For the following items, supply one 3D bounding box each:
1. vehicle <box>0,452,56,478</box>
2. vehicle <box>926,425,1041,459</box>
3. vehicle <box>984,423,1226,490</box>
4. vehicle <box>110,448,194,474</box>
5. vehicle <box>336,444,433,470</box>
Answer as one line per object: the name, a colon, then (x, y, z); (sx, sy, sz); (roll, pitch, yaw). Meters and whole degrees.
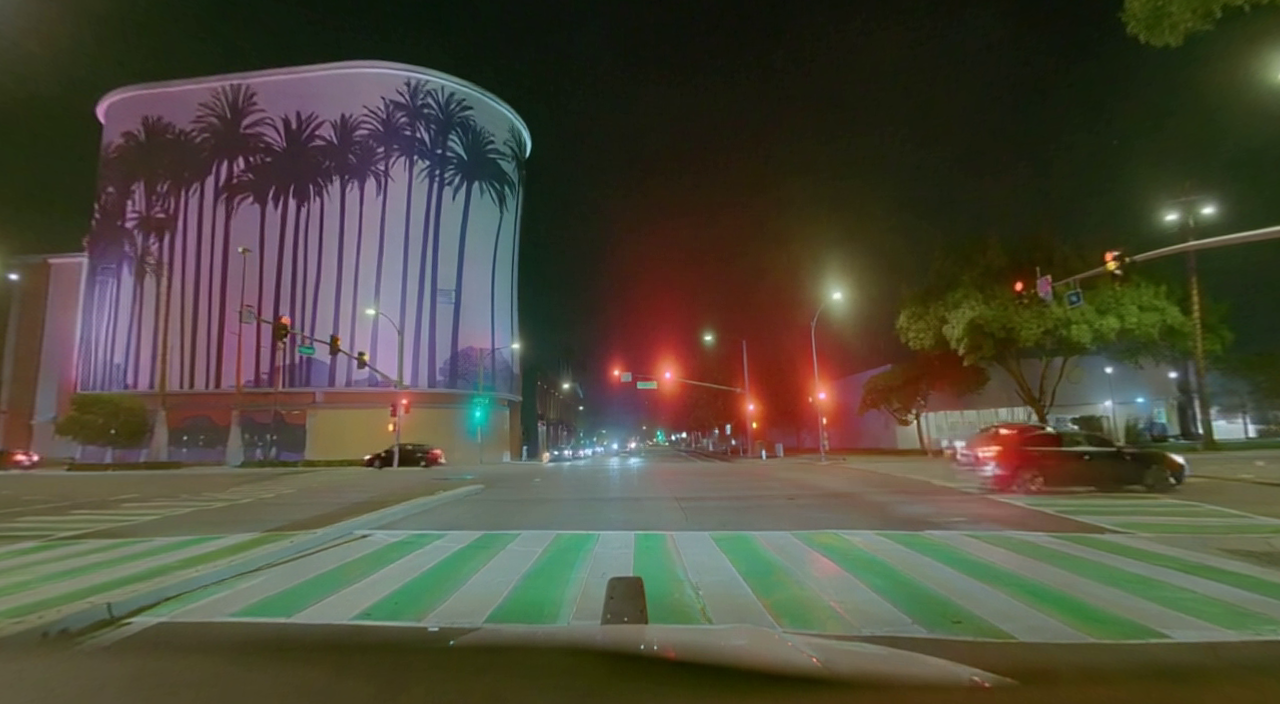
vehicle: (-38.115, 6.715, 37.531); (4.784, 1.465, 1.798); (0, -8, 0)
vehicle: (20.071, 5.302, 37.038); (5.477, 1.880, 2.125); (0, -8, 1)
vehicle: (12.257, 2.777, 16.890); (4.875, 1.669, 1.953); (0, -8, 0)
vehicle: (-33.070, 7.399, 42.766); (4.136, 1.661, 1.857); (0, -8, 0)
vehicle: (-14.916, 6.170, 37.010); (4.893, 1.458, 1.791); (0, -8, 1)
